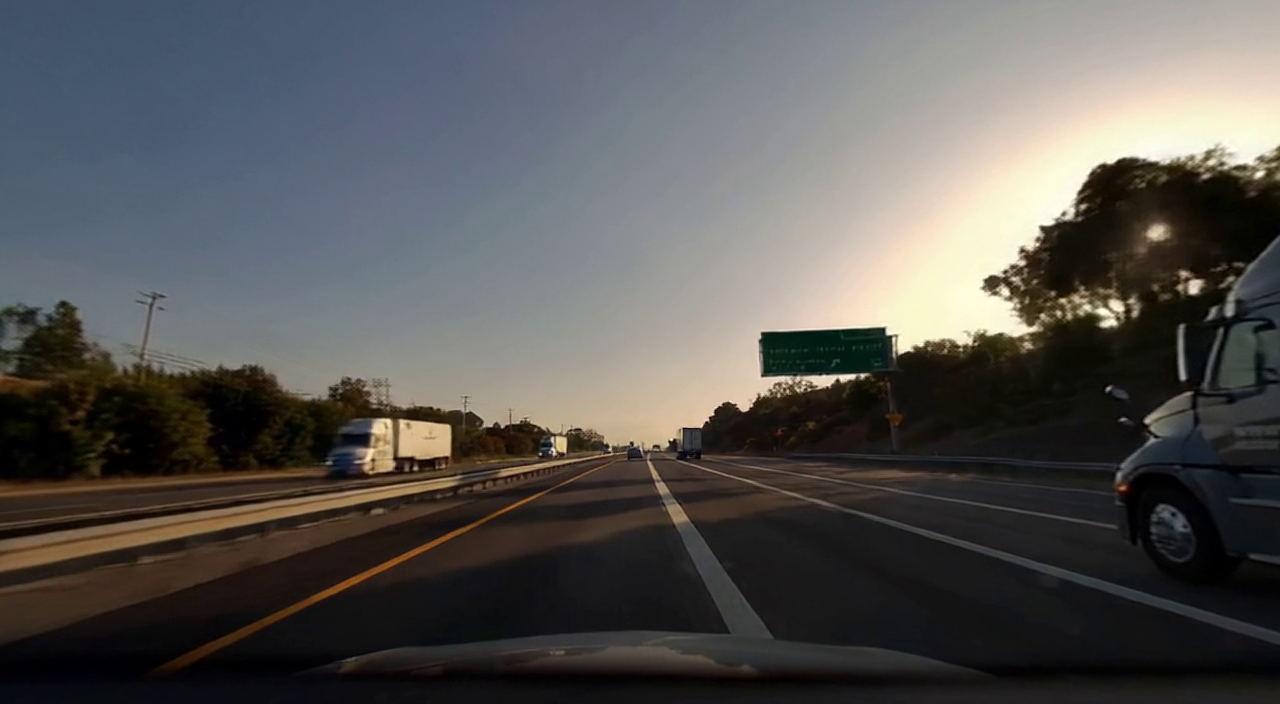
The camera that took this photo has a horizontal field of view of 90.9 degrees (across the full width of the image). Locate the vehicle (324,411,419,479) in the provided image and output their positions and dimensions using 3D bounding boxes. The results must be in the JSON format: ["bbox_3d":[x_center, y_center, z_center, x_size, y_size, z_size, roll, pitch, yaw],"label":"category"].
[{"bbox_3d":[-16.126,5.673,38.343,2.932,3.817,6.028,0,-9,1],"label":"vehicle"}]
